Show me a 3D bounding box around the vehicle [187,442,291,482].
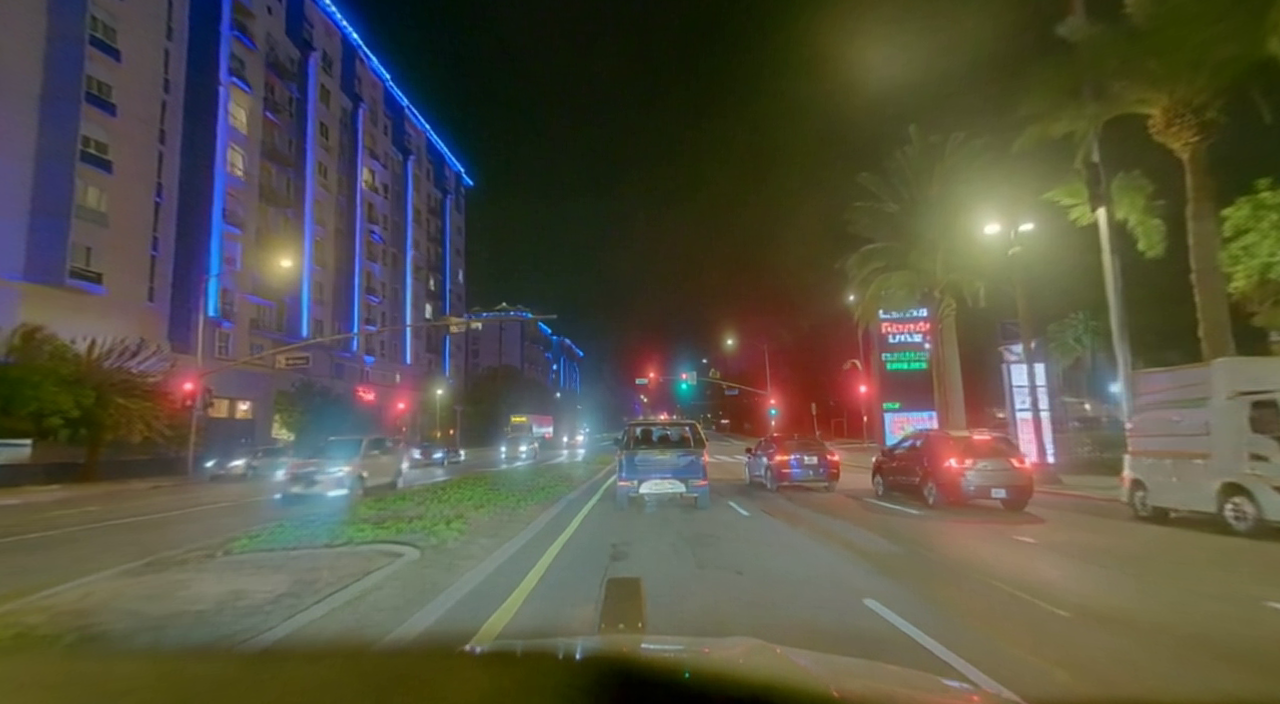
[{"bbox_3d":[-18.851,5.159,29.936,1.972,1.694,4.466,-1,-8,1],"label":"vehicle"}]

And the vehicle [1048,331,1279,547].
[{"bbox_3d":[10.351,1.344,10.895,2.663,3.061,5.602,-2,-4,-1],"label":"vehicle"}]

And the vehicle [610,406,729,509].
[{"bbox_3d":[0.639,2.610,16.019,2.487,2.115,5.444,0,-8,1],"label":"vehicle"}]

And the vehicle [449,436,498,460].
[{"bbox_3d":[-11.043,6.420,42.146,2.011,1.520,3.902,-1,-8,3],"label":"vehicle"}]

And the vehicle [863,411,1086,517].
[{"bbox_3d":[7.246,2.492,14.582,2.215,1.973,5.323,0,-8,0],"label":"vehicle"}]

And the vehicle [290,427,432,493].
[{"bbox_3d":[-8.195,3.211,19.105,2.050,1.725,4.677,-1,-8,2],"label":"vehicle"}]

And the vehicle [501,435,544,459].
[{"bbox_3d":[-7.828,6.371,42.327,1.937,1.530,4.107,-1,-8,3],"label":"vehicle"}]

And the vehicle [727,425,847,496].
[{"bbox_3d":[4.008,3.071,18.227,2.283,1.738,4.916,0,-8,0],"label":"vehicle"}]
